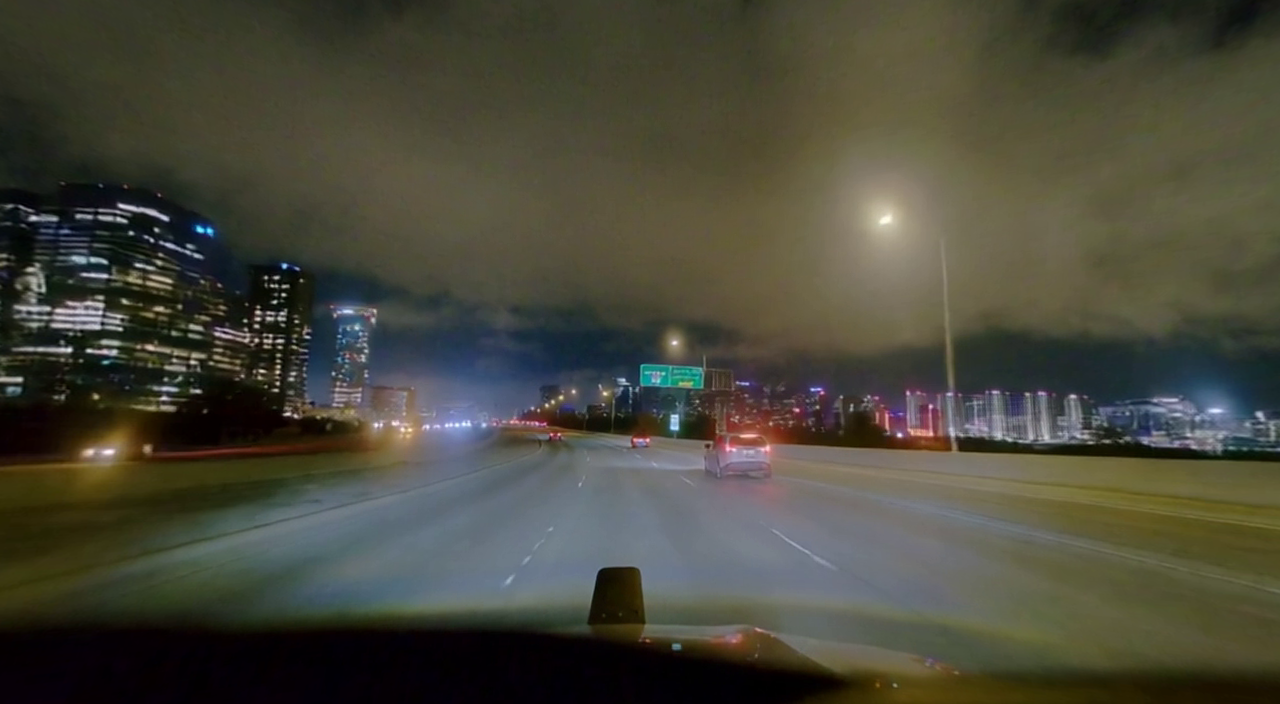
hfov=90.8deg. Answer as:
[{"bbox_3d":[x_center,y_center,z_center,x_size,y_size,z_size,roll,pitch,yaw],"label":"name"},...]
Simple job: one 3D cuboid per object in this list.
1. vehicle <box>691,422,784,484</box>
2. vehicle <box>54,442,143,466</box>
[{"bbox_3d":[3.035,3.293,20.796,2.110,1.780,4.682,0,-8,-3],"label":"vehicle"},{"bbox_3d":[-34.853,6.542,40.854,1.841,1.441,4.695,0,-8,-4],"label":"vehicle"}]
